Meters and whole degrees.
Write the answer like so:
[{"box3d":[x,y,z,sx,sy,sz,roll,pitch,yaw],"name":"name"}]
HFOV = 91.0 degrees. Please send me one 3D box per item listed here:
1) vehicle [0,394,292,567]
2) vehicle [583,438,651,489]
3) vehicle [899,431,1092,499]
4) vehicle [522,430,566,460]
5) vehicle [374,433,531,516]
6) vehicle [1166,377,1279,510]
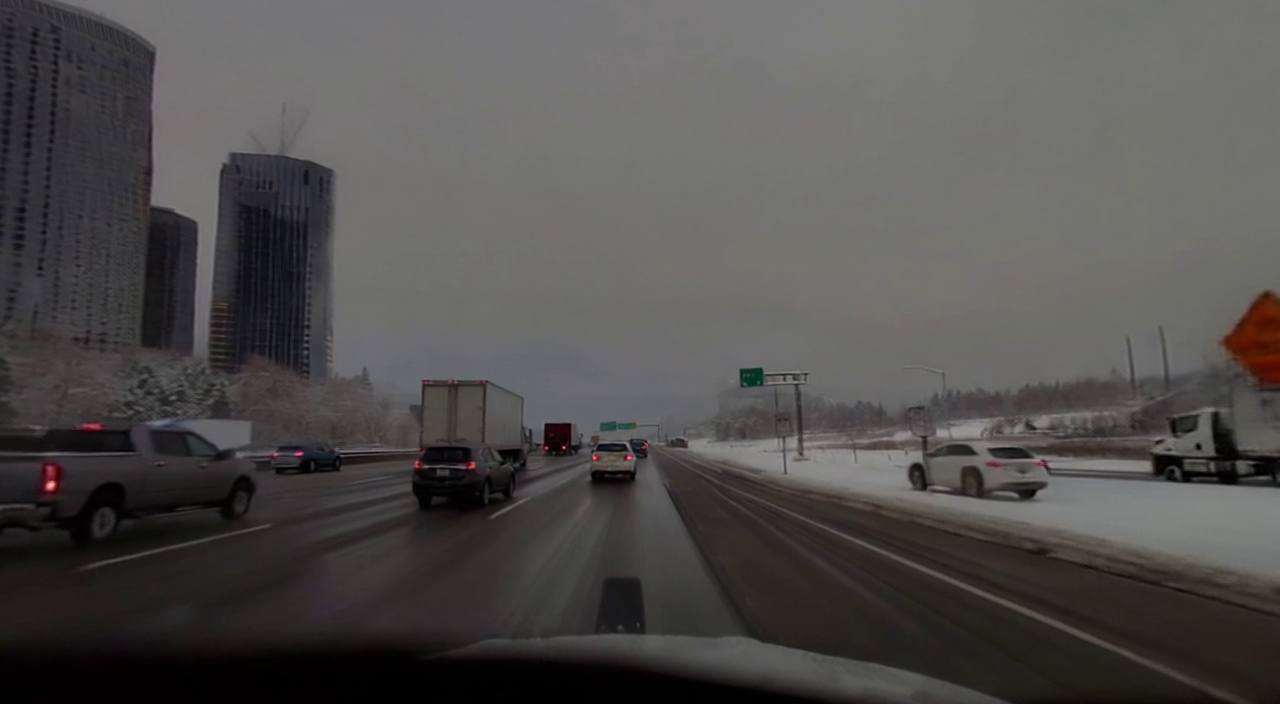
[{"box3d":[-7.548,1.718,9.138,2.190,1.821,4.800,0,-9,0],"name":"vehicle"},{"box3d":[-0.663,3.589,20.620,1.991,1.488,3.922,0,-9,0],"name":"vehicle"},{"box3d":[11.913,3.814,21.740,2.415,1.972,5.572,3,-9,-17],"name":"vehicle"},{"box3d":[-7.020,6.894,46.819,2.339,2.059,5.359,0,-9,1],"name":"vehicle"},{"box3d":[-3.857,2.594,13.853,2.016,1.497,4.235,0,-9,2],"name":"vehicle"},{"box3d":[21.313,2.540,17.497,3.015,3.855,9.519,7,-11,-38],"name":"vehicle"}]
